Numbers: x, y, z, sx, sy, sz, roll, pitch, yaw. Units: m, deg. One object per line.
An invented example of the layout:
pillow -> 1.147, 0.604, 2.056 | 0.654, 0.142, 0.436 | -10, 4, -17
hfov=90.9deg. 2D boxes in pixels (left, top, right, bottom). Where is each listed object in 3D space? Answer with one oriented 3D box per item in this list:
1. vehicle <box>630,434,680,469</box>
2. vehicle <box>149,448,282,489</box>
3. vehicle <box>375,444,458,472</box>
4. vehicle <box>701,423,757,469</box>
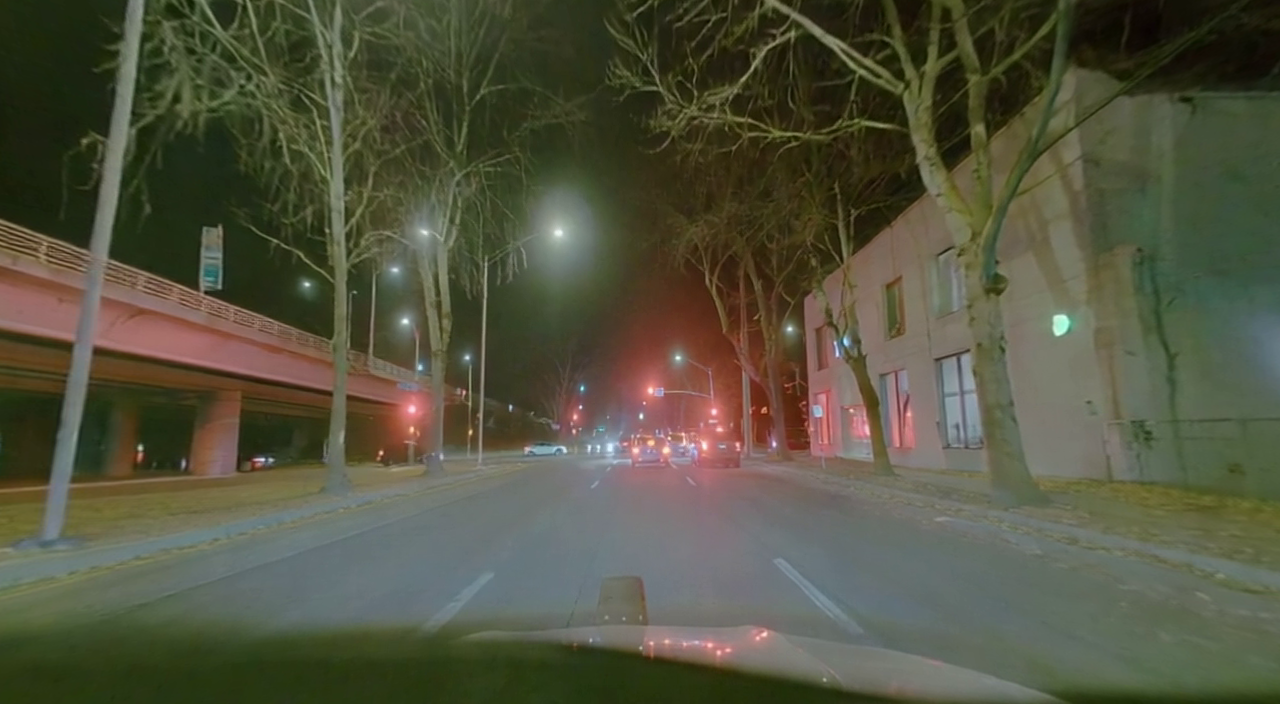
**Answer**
vehicle -> 0.645, 4.511, 28.747 | 2.101, 1.467, 4.210 | 0, -8, 0
vehicle -> -18.962, 5.180, 28.448 | 1.832, 1.611, 4.546 | -5, -9, 28
vehicle -> -13.229, 6.277, 37.577 | 1.860, 1.543, 4.302 | -6, -10, 35
vehicle -> 4.151, 4.484, 30.095 | 2.080, 1.999, 4.379 | 0, -8, 0
